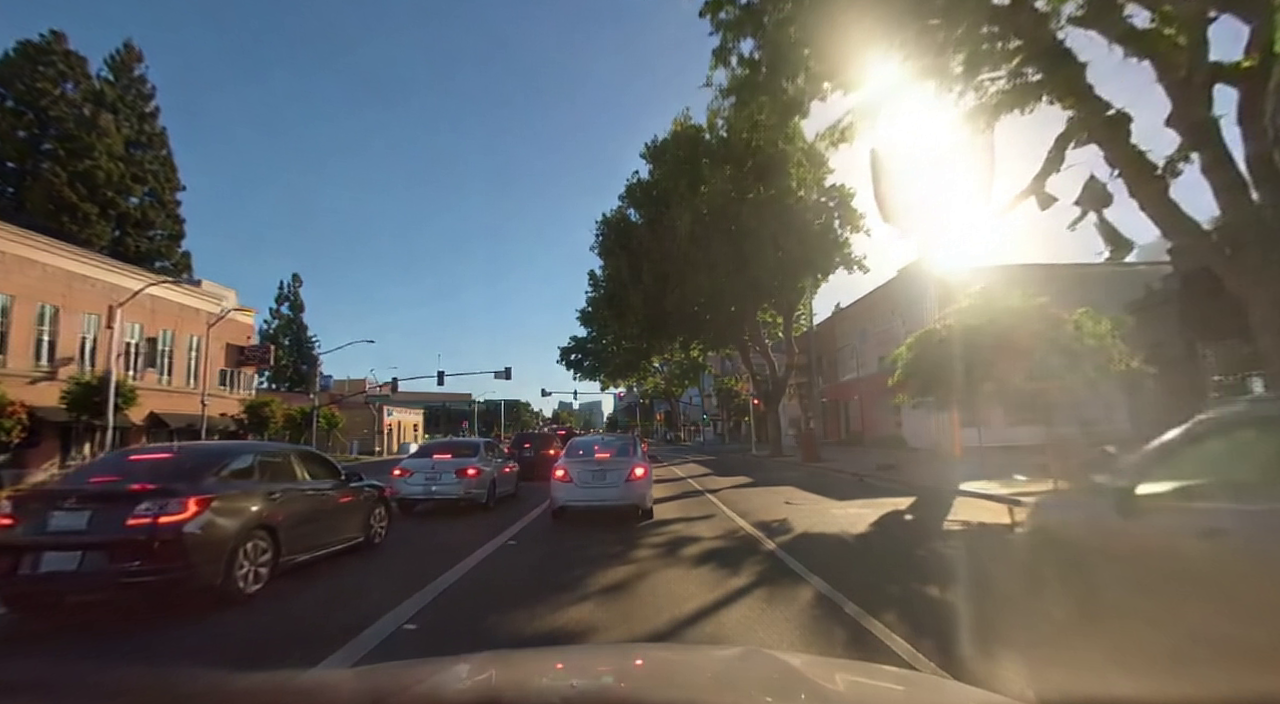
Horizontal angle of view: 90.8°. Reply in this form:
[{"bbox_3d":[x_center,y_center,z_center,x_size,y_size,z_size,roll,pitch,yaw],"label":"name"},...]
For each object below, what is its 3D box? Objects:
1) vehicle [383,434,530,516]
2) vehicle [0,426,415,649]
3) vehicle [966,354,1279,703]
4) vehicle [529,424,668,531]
[{"bbox_3d":[-3.744,2.576,13.737,1.950,1.487,4.130,0,-9,0],"label":"vehicle"},{"bbox_3d":[-4.138,1.566,6.483,2.020,1.457,4.496,0,-9,0],"label":"vehicle"},{"bbox_3d":[3.752,0.884,2.977,2.097,1.651,4.300,0,-9,0],"label":"vehicle"},{"bbox_3d":[-0.632,2.142,11.342,2.042,1.555,3.912,0,-9,-1],"label":"vehicle"}]
